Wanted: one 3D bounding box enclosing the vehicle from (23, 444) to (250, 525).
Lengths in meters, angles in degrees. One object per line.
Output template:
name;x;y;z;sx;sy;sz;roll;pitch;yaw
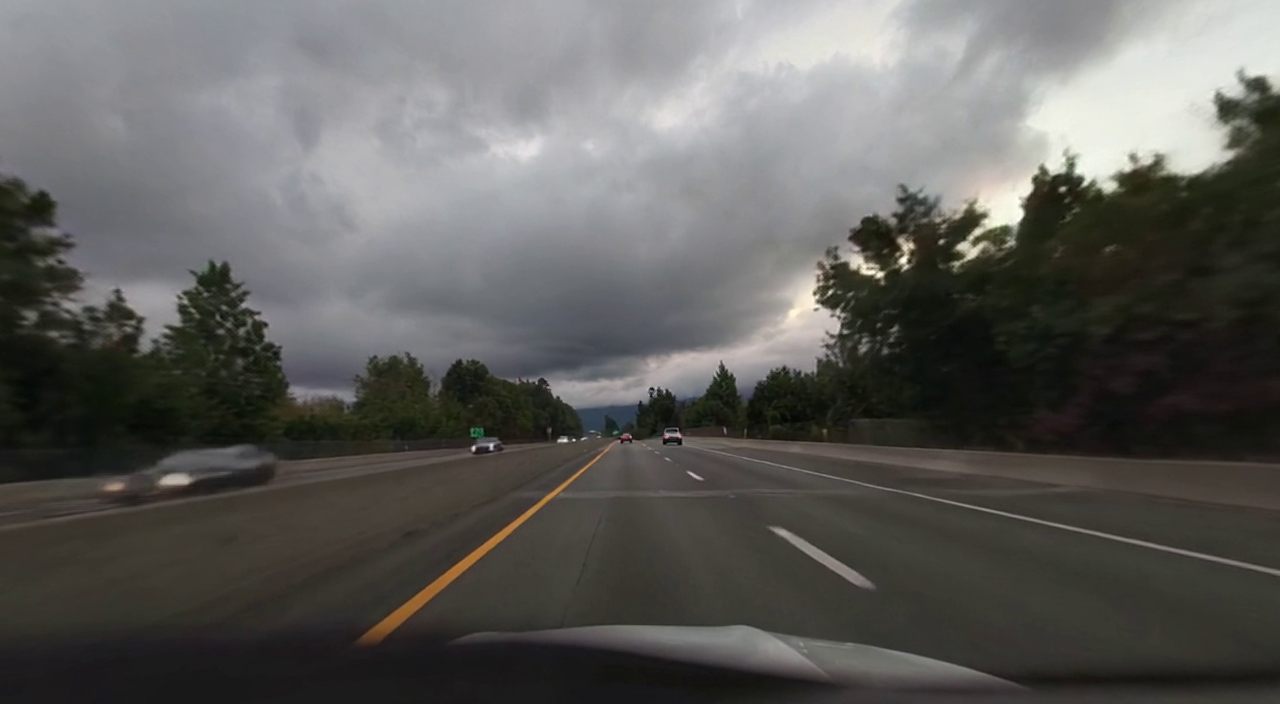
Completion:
vehicle;-13.057;3.402;16.775;2.765;1.836;3.942;0;-8;-1
